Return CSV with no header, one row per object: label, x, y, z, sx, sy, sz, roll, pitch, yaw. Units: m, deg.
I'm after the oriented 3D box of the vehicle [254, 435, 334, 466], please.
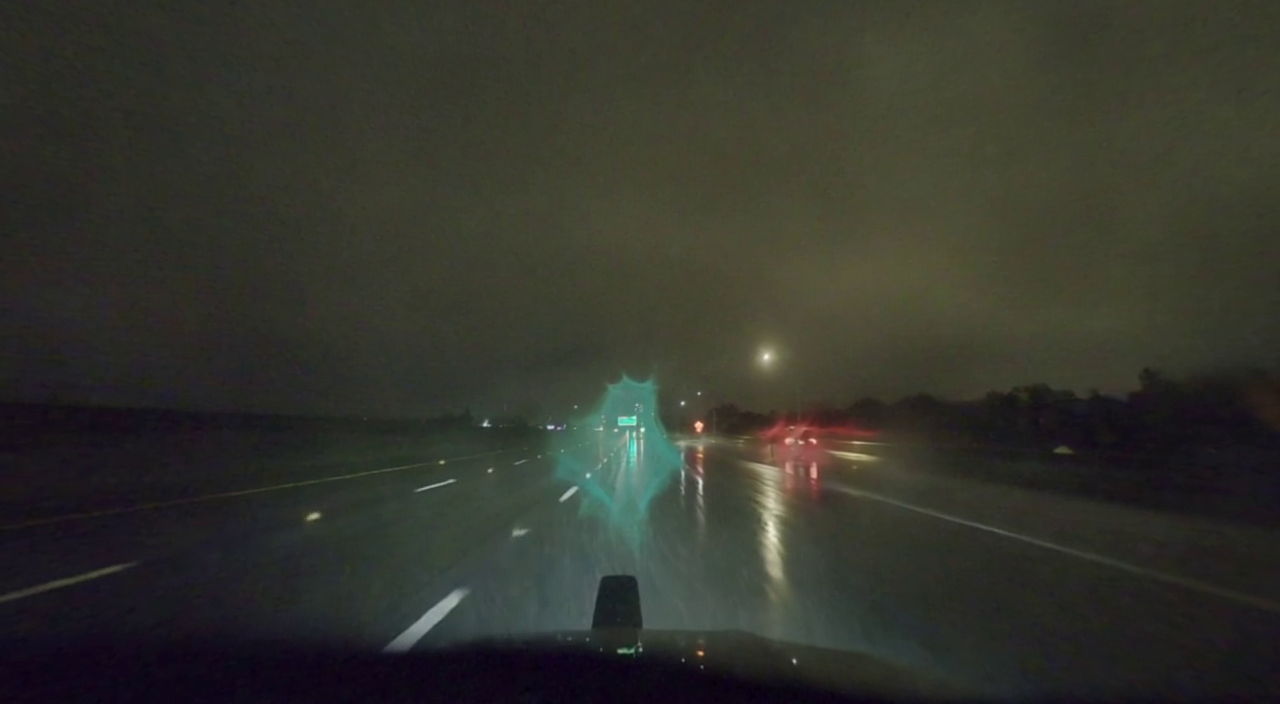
vehicle,-18.957,5.385,34.702,1.879,1.544,4.542,0,-8,-1
